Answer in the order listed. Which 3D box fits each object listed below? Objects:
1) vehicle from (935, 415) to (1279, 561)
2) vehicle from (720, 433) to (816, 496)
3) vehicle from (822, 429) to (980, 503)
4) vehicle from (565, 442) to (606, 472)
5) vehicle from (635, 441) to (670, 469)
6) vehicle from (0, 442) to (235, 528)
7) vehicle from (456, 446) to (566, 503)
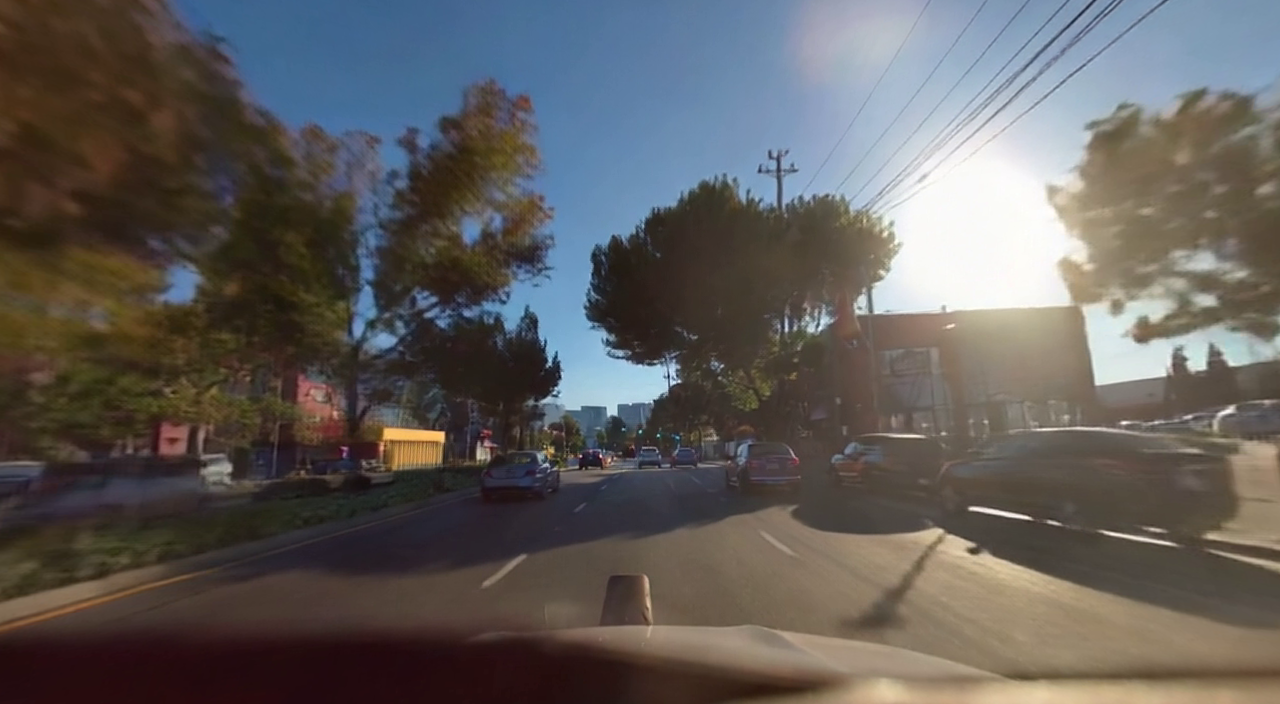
[{"bbox_3d":[7.004,2.052,10.257,2.417,1.736,5.043,-1,-9,7],"label":"vehicle"},{"bbox_3d":[3.789,3.426,19.626,1.980,1.709,4.813,0,-8,0],"label":"vehicle"},{"bbox_3d":[7.148,3.174,18.051,2.189,1.783,5.122,1,-8,-2],"label":"vehicle"},{"bbox_3d":[-3.176,6.192,37.373,1.988,1.645,3.995,0,-8,2],"label":"vehicle"},{"bbox_3d":[0.801,6.723,41.349,2.192,1.674,4.124,0,-8,0],"label":"vehicle"},{"bbox_3d":[-12.351,3.037,15.116,2.096,1.720,4.694,0,-8,0],"label":"vehicle"},{"bbox_3d":[-3.415,3.320,17.584,2.013,1.354,4.393,0,-8,2],"label":"vehicle"}]
